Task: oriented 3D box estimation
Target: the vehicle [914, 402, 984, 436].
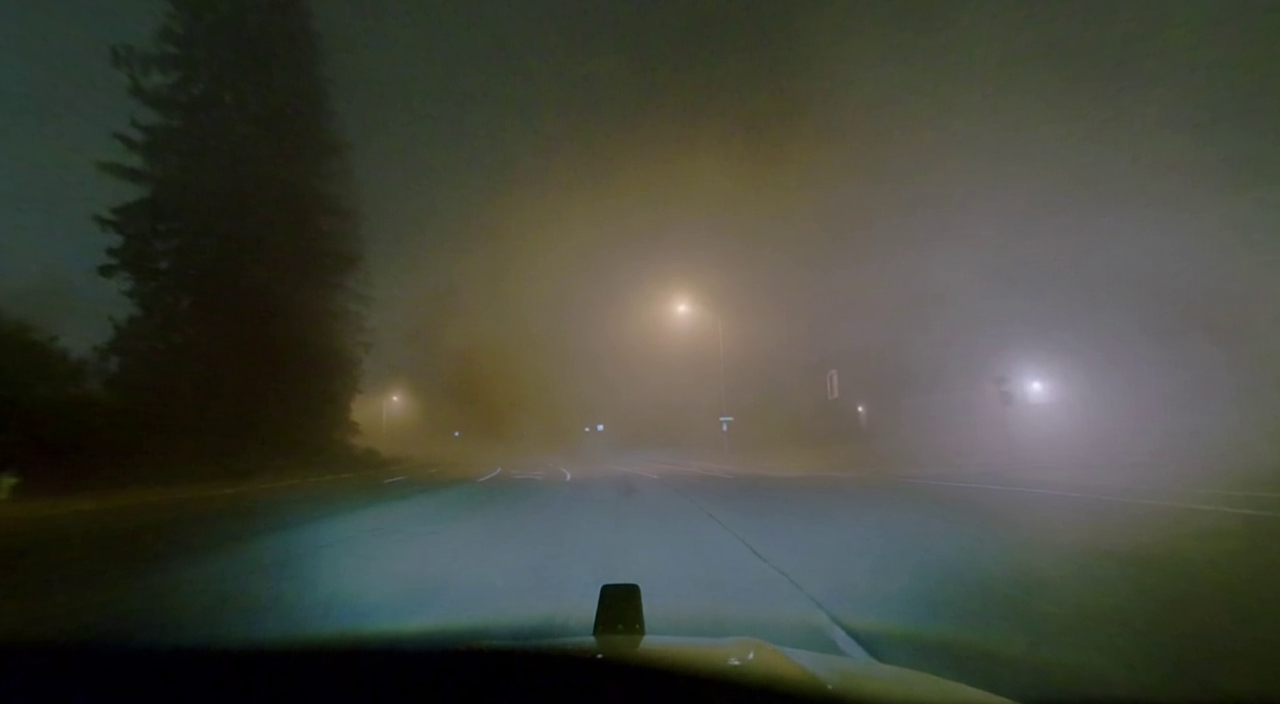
[{"bbox_3d":[18.278,3.987,37.127,4.740,1.779,2.023,8,-12,-43],"label":"vehicle"}]
